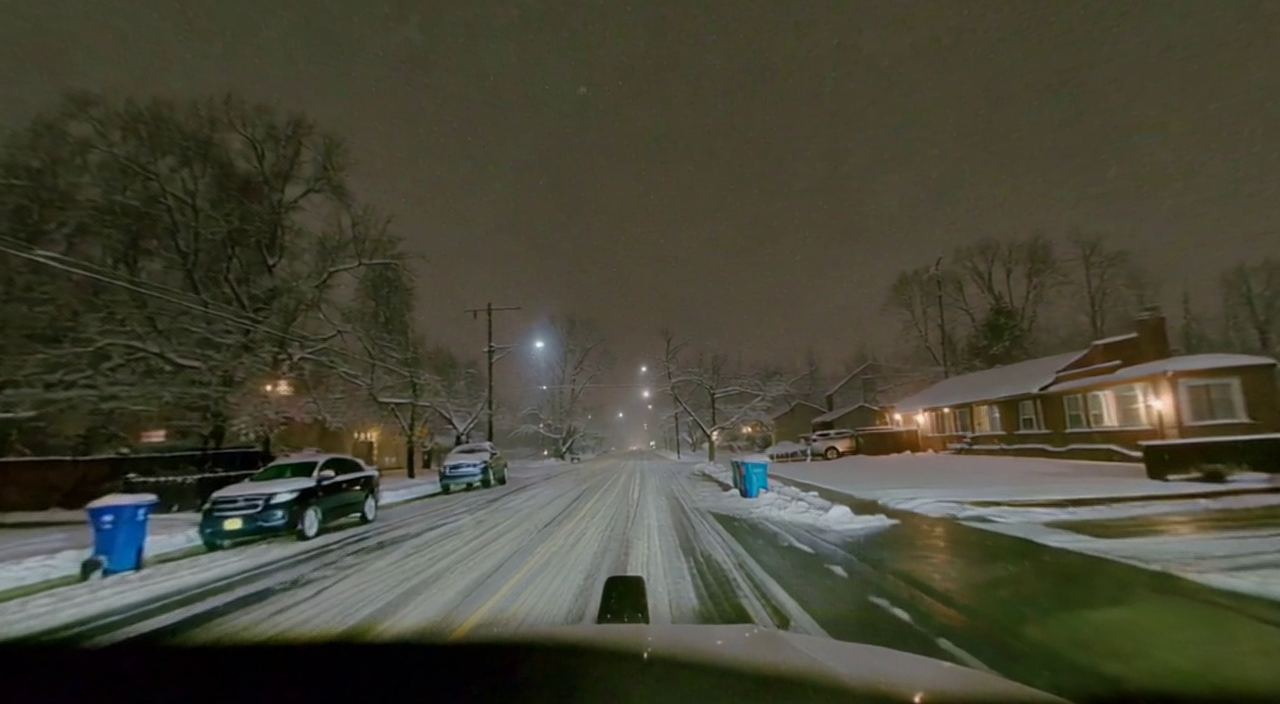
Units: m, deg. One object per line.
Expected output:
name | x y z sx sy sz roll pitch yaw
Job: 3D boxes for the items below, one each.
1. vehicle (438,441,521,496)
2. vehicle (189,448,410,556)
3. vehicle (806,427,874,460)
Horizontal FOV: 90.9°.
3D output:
vehicle | -6.379 4.636 25.603 2.169 1.871 4.762 -3 -8 -1
vehicle | -6.316 2.759 12.407 1.945 1.530 4.430 -4 -8 -1
vehicle | 11.389 5.282 36.321 2.189 1.756 5.053 1 -9 -1
